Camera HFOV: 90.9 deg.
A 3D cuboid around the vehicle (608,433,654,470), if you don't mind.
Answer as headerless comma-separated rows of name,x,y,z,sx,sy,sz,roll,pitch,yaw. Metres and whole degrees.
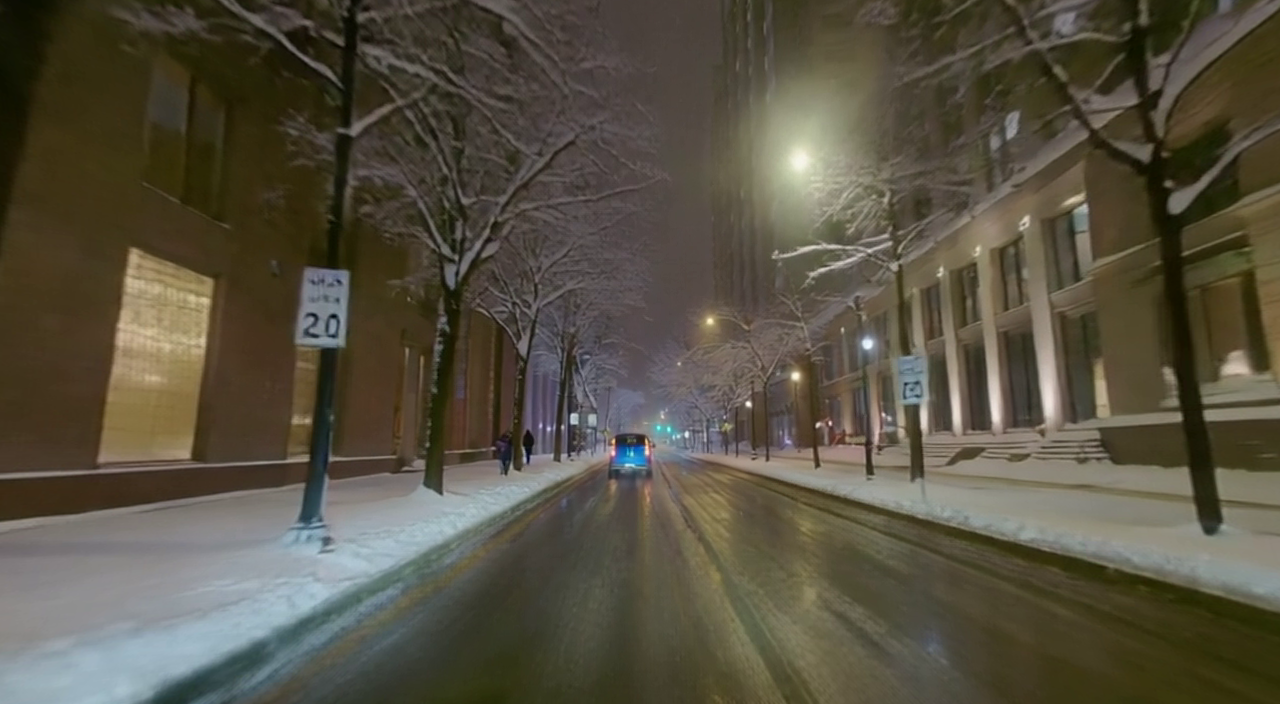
vehicle,-0.450,4.821,30.609,2.079,1.621,3.861,0,-9,-1
